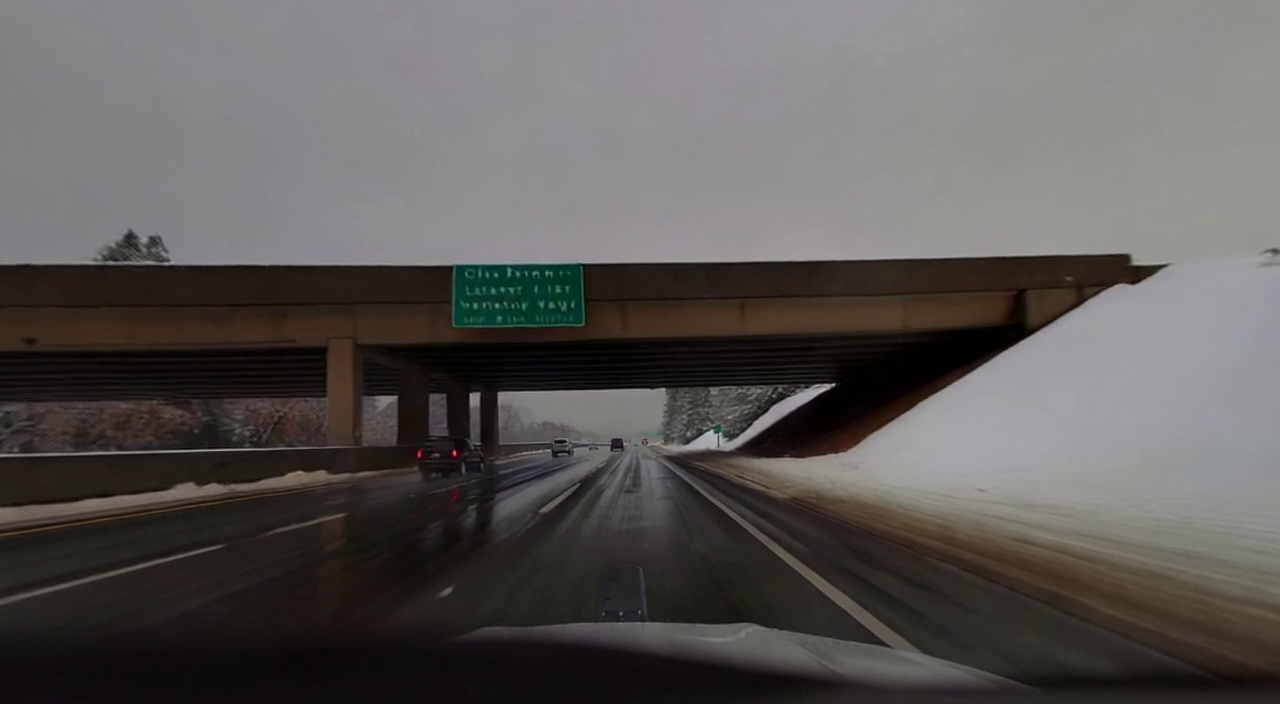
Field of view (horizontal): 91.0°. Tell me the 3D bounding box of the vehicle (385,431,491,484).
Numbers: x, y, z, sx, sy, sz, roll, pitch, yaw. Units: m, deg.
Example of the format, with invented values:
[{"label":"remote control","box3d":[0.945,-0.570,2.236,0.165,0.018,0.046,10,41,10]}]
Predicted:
[{"label":"vehicle","box3d":[-7.233,3.831,23.252,2.169,1.701,5.113,0,-8,0]}]
